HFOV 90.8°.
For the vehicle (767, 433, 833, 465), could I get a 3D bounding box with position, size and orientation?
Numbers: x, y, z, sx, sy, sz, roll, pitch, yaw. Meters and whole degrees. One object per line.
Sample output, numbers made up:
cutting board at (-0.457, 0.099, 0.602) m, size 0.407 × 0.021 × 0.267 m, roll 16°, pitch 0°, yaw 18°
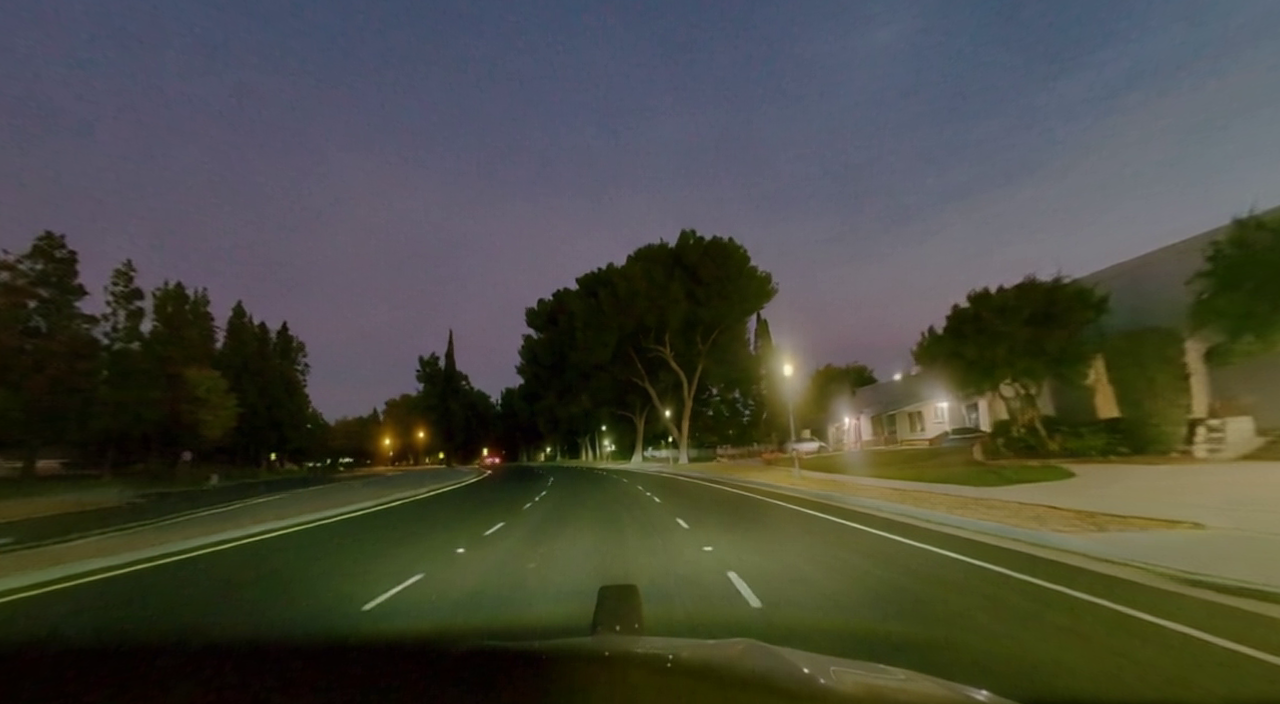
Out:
vehicle at (10.409, 6.283, 40.814) m, size 2.110 × 1.863 × 4.977 m, roll -10°, pitch -12°, yaw 38°
